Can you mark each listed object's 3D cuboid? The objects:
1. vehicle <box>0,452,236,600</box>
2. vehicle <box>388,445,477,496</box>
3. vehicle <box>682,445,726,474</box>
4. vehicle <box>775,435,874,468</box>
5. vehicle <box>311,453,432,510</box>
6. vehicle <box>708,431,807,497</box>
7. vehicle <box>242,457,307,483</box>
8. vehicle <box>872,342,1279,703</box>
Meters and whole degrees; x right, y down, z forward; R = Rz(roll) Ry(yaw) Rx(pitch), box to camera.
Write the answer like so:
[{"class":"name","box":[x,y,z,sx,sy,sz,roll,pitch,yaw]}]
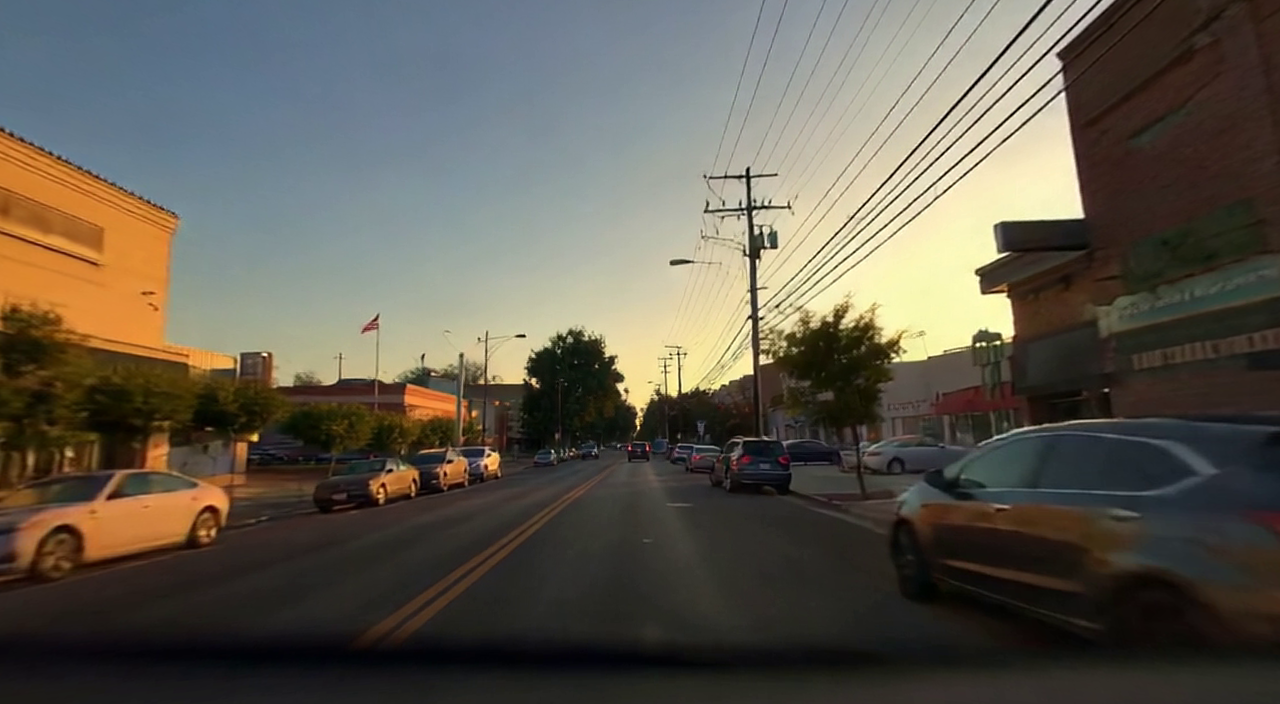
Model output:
[{"class":"vehicle","box":[-8.565,2.450,9.647,1.860,1.565,4.569,-2,-7,-1]},{"class":"vehicle","box":[-8.530,4.859,26.517,2.045,1.820,4.858,0,-7,0]},{"class":"vehicle","box":[3.431,5.886,34.809,1.866,1.439,4.482,0,-9,-1]},{"class":"vehicle","box":[9.954,5.394,34.405,4.744,1.610,1.921,-2,-8,1]},{"class":"vehicle","box":[-8.676,4.190,20.987,2.022,1.501,4.860,0,-7,-1]},{"class":"vehicle","box":[3.493,3.442,19.796,2.088,1.765,4.704,0,-9,-1]},{"class":"vehicle","box":[-23.428,7.540,40.639,1.866,1.397,3.991,-2,-9,-2]},{"class":"vehicle","box":[3.446,1.130,4.224,1.962,1.752,4.478,0,-10,-1]}]
